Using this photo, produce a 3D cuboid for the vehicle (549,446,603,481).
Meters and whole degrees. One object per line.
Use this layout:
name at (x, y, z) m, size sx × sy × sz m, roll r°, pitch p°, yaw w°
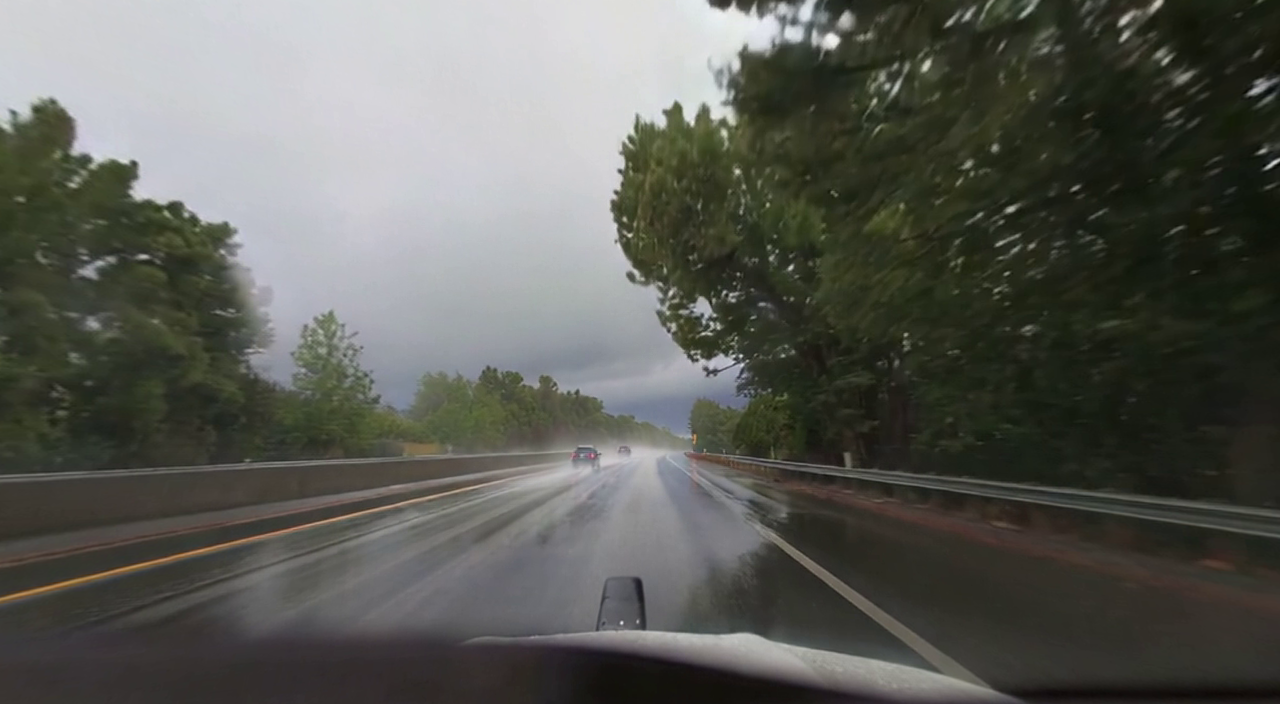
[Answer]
vehicle at (-2.794, 5.006, 28.575) m, size 1.917 × 1.450 × 3.997 m, roll 0°, pitch -8°, yaw 2°
